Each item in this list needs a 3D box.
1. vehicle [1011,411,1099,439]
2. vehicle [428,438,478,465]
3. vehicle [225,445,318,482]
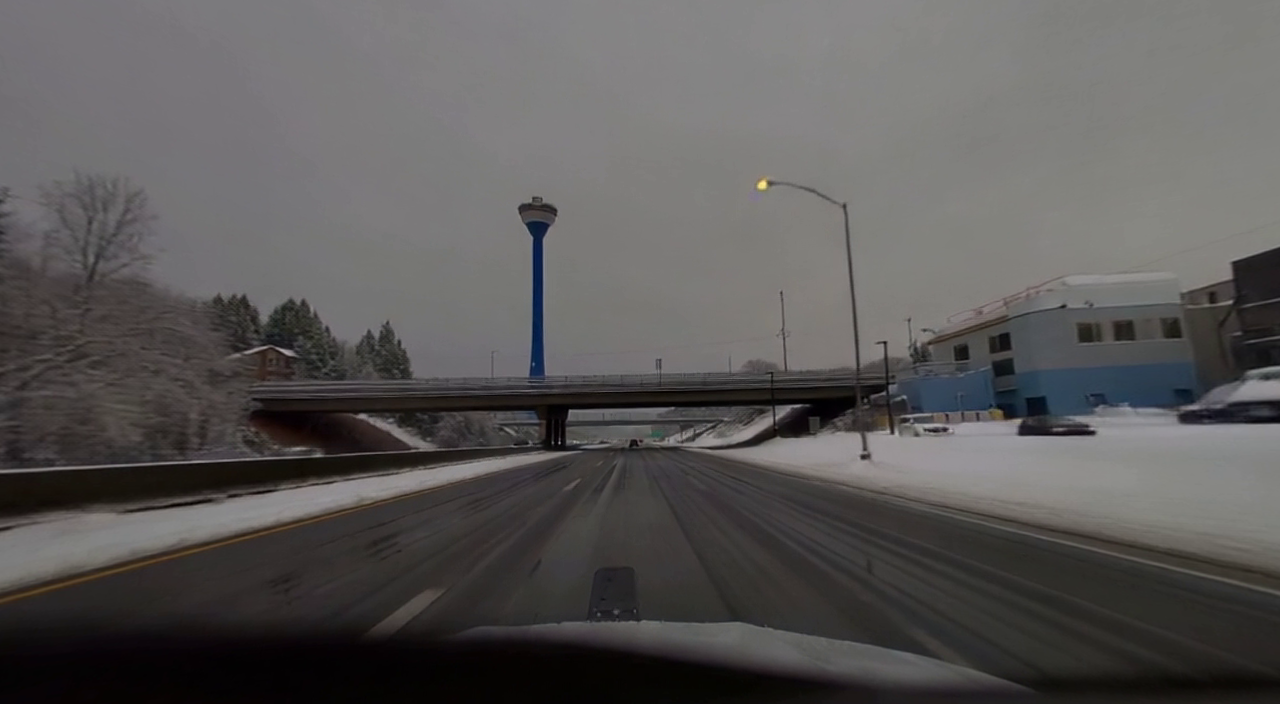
[{"bbox_3d":[23.229,4.164,35.453,1.807,1.447,4.441,0,-8,-2],"label":"vehicle"},{"bbox_3d":[-12.181,6.484,41.275,2.008,1.635,4.139,0,-8,-1],"label":"vehicle"},{"bbox_3d":[-15.397,4.647,26.525,1.707,1.418,3.736,0,-8,-1],"label":"vehicle"}]
